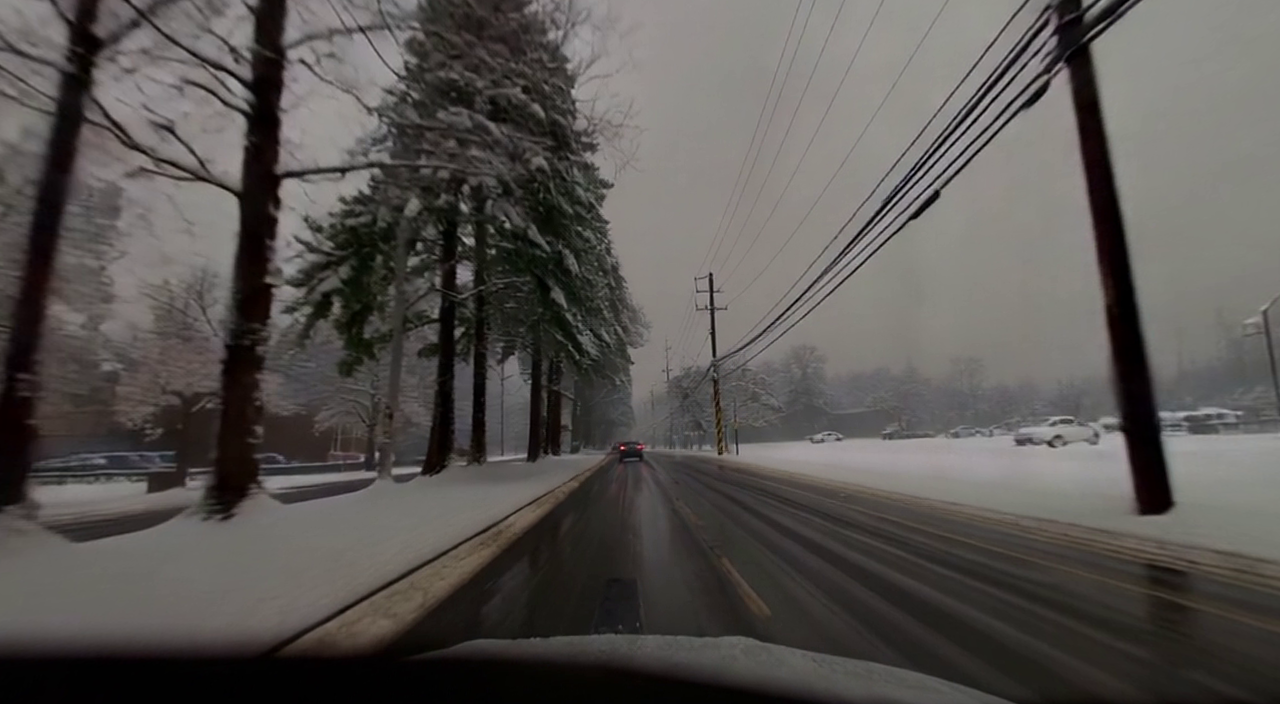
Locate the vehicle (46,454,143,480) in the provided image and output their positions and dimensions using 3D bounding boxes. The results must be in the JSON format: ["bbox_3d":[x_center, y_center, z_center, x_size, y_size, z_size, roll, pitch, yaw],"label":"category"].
[{"bbox_3d":[-33.595,7.072,38.959,4.323,1.523,1.900,0,-7,3],"label":"vehicle"}]

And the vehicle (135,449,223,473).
[{"bbox_3d":[-34.087,8.070,46.832,4.764,1.722,2.198,0,-9,0],"label":"vehicle"}]

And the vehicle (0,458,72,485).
[{"bbox_3d":[-33.663,6.420,34.038,4.186,1.373,2.055,-1,-9,3],"label":"vehicle"}]

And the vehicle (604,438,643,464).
[{"bbox_3d":[-1.251,7.107,45.403,2.240,1.704,4.374,1,-9,-8],"label":"vehicle"}]
